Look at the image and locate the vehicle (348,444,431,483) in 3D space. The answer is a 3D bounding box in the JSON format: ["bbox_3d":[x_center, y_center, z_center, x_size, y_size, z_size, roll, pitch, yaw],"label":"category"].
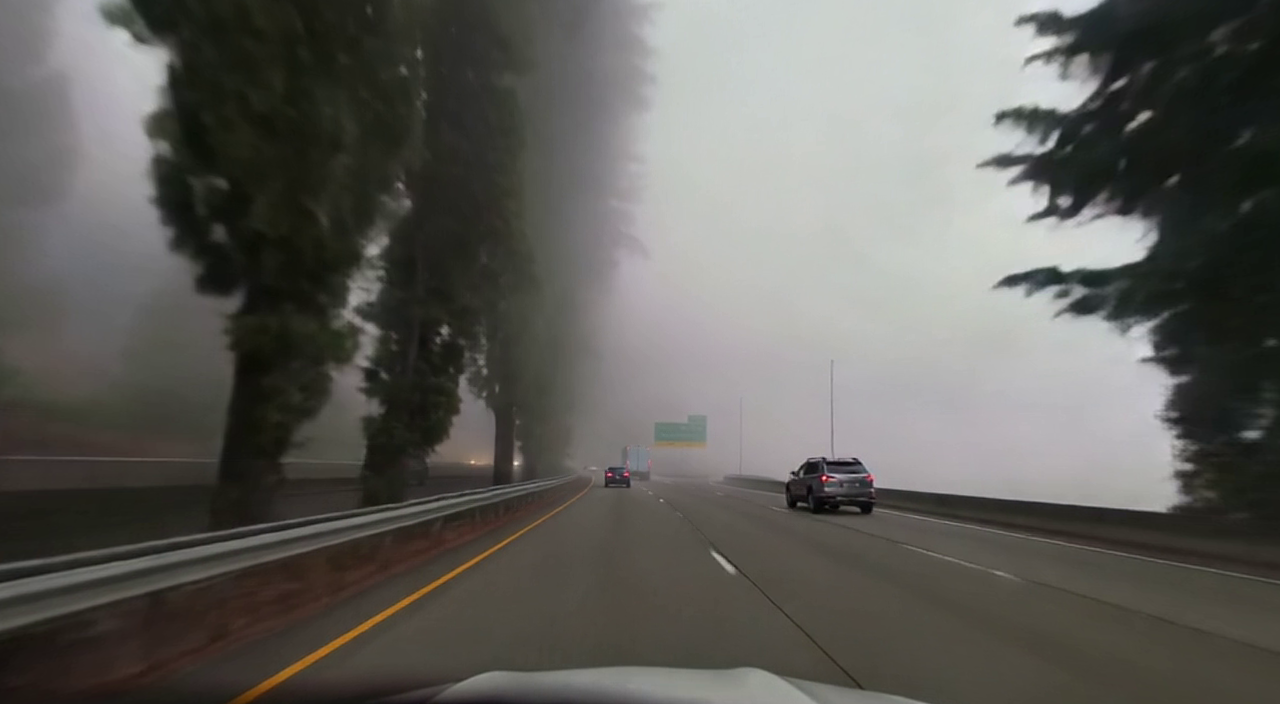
[{"bbox_3d":[-11.704,5.295,29.848,1.952,1.618,4.859,2,-10,-1],"label":"vehicle"}]

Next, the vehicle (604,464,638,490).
[{"bbox_3d":[-1.194,7.654,38.802,1.987,1.467,3.903,2,-10,-2],"label":"vehicle"}]

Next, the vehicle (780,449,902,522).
[{"bbox_3d":[5.654,3.845,18.482,1.998,1.776,4.663,2,-10,-1],"label":"vehicle"}]
